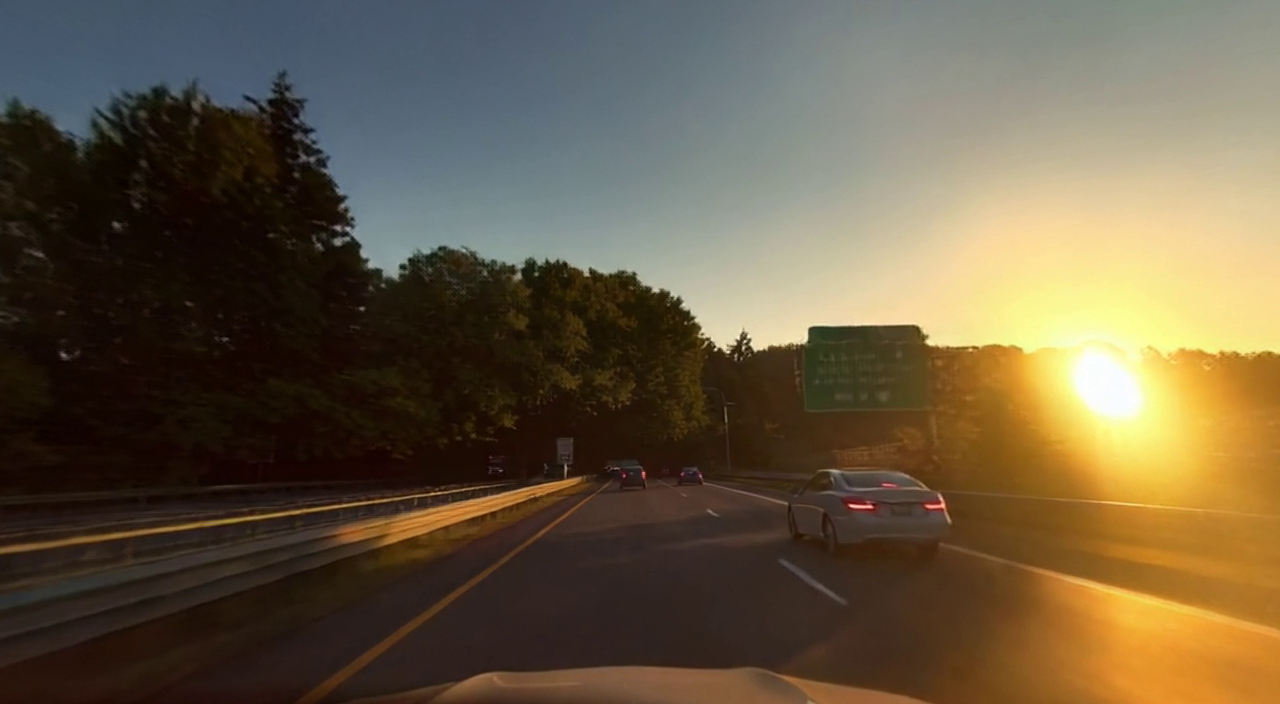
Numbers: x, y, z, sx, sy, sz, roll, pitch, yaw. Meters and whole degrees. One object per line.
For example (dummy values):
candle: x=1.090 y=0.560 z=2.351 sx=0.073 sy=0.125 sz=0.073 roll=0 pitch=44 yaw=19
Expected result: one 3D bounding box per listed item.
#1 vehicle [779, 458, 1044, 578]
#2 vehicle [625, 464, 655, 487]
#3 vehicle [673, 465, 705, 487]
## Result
vehicle: x=3.871 y=2.492 z=10.222 sx=2.018 sy=1.426 sz=4.941 roll=1 pitch=-10 yaw=-1
vehicle: x=-0.008 y=8.514 z=43.437 sx=1.980 sy=1.483 sz=3.865 roll=1 pitch=-10 yaw=0
vehicle: x=3.549 y=9.033 z=45.976 sx=1.976 sy=1.467 sz=3.783 roll=1 pitch=-10 yaw=-1
